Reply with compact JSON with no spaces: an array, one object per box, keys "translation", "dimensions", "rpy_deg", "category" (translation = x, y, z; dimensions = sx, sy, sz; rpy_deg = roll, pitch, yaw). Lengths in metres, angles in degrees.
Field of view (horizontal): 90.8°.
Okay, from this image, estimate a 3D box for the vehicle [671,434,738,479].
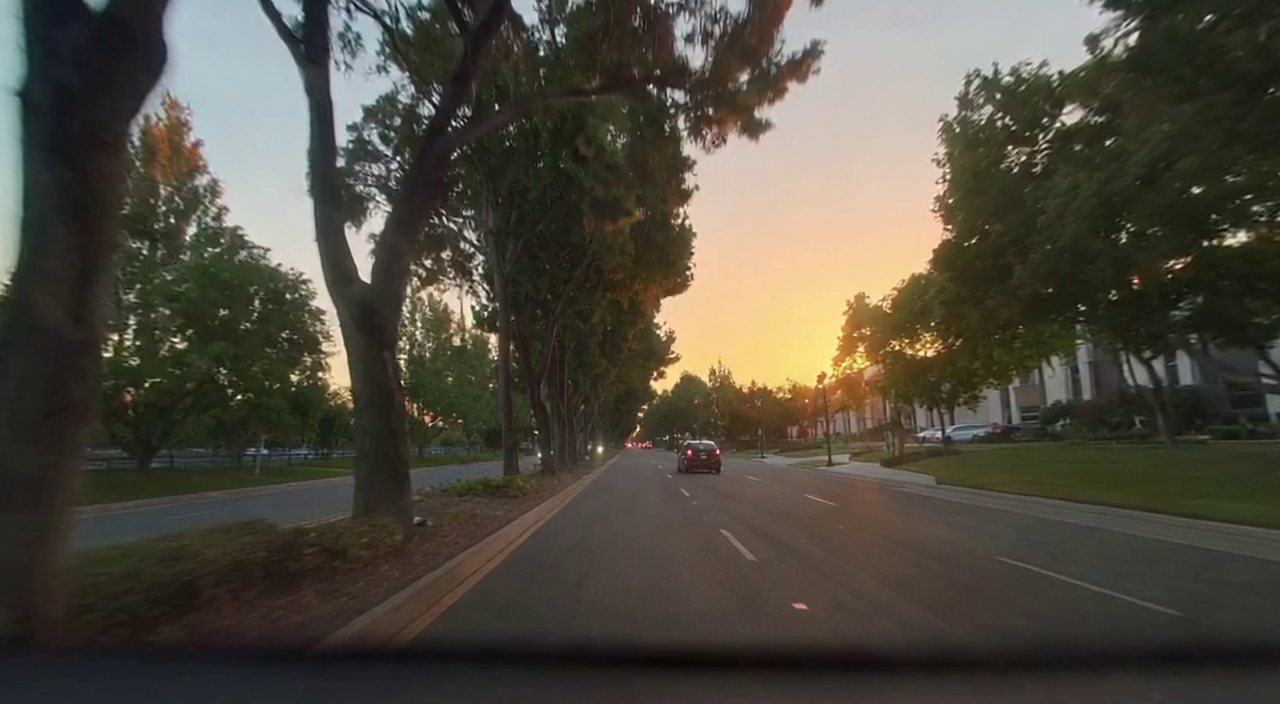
[{"translation":[2.636,4.408,26.949],"dimensions":[2.240,1.740,4.605],"rpy_deg":[0,-8,-2],"category":"vehicle"}]
